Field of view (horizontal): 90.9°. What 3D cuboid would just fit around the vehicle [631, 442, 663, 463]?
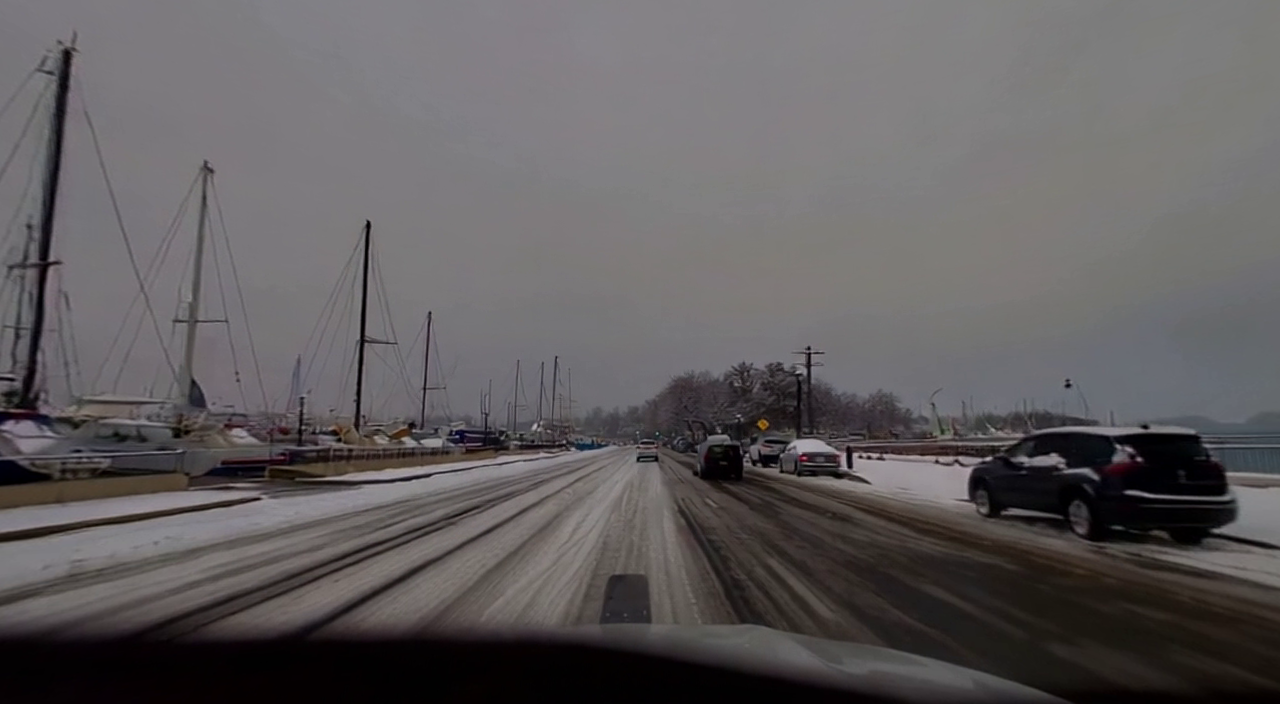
[{"bbox_3d":[0.520,7.598,47.618,2.284,1.496,3.949,-1,-9,1],"label":"vehicle"}]

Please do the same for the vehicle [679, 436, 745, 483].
[{"bbox_3d":[2.681,4.127,24.460,2.047,1.640,4.051,0,-9,0],"label":"vehicle"}]

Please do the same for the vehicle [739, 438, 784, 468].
[{"bbox_3d":[7.969,6.667,41.729,1.969,1.852,4.514,0,-9,-1],"label":"vehicle"}]

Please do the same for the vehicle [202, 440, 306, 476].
[{"bbox_3d":[-18.020,4.972,29.733,1.840,1.522,4.695,-1,-9,1],"label":"vehicle"}]

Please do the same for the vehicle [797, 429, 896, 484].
[{"bbox_3d":[7.937,4.090,24.861,2.056,1.896,5.062,0,-9,-1],"label":"vehicle"}]

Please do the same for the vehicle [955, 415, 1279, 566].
[{"bbox_3d":[7.206,1.997,9.902,2.029,1.750,4.825,0,-9,1],"label":"vehicle"}]
